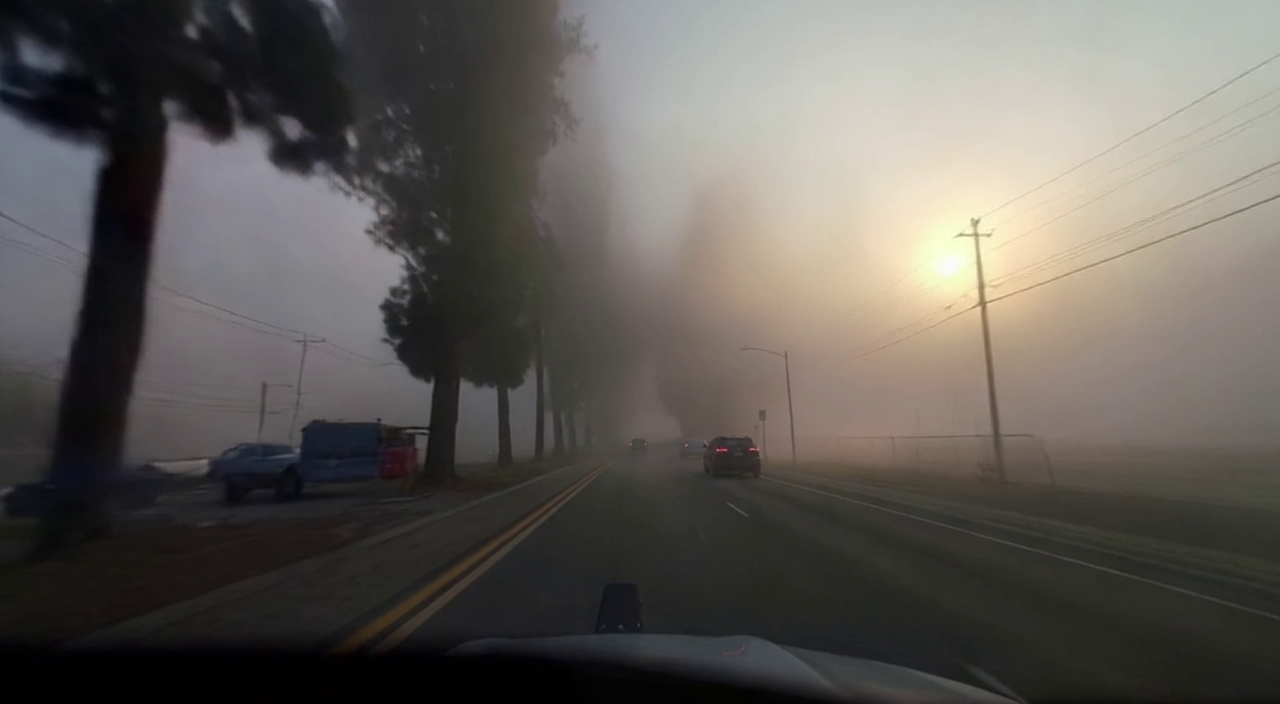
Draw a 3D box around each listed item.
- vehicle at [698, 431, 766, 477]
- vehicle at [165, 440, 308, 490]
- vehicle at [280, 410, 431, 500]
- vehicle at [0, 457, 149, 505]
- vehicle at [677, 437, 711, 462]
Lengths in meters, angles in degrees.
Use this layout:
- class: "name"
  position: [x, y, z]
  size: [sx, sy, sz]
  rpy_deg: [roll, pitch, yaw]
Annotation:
- class: "vehicle"
  position: [3.901, 4.408, 27.603]
  size: [2.112, 1.825, 4.574]
  rpy_deg: [0, -8, -2]
- class: "vehicle"
  position: [-17.776, 4.975, 28.368]
  size: [2.434, 1.965, 6.029]
  rpy_deg: [0, -8, 0]
- class: "vehicle"
  position: [-8.935, 3.250, 20.133]
  size: [3.613, 2.628, 2.227]
  rpy_deg: [0, -9, 2]
- class: "vehicle"
  position: [-21.985, 4.960, 24.674]
  size: [2.005, 1.567, 4.461]
  rpy_deg: [0, -8, 0]
- class: "vehicle"
  position: [3.834, 7.014, 45.482]
  size: [2.012, 1.653, 4.115]
  rpy_deg: [0, -8, -1]
